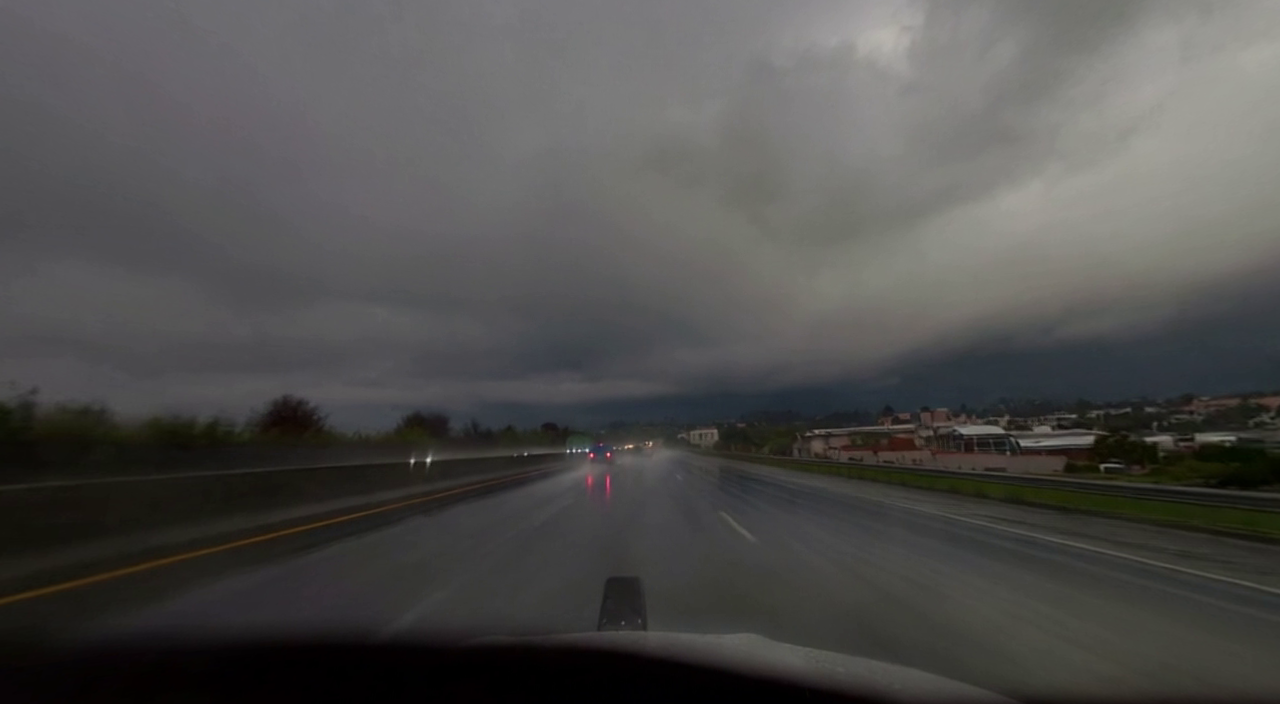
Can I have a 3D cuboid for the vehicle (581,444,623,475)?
[{"bbox_3d":[-2.052,5.943,34.943,1.965,1.556,3.971,-1,-9,2],"label":"vehicle"}]
